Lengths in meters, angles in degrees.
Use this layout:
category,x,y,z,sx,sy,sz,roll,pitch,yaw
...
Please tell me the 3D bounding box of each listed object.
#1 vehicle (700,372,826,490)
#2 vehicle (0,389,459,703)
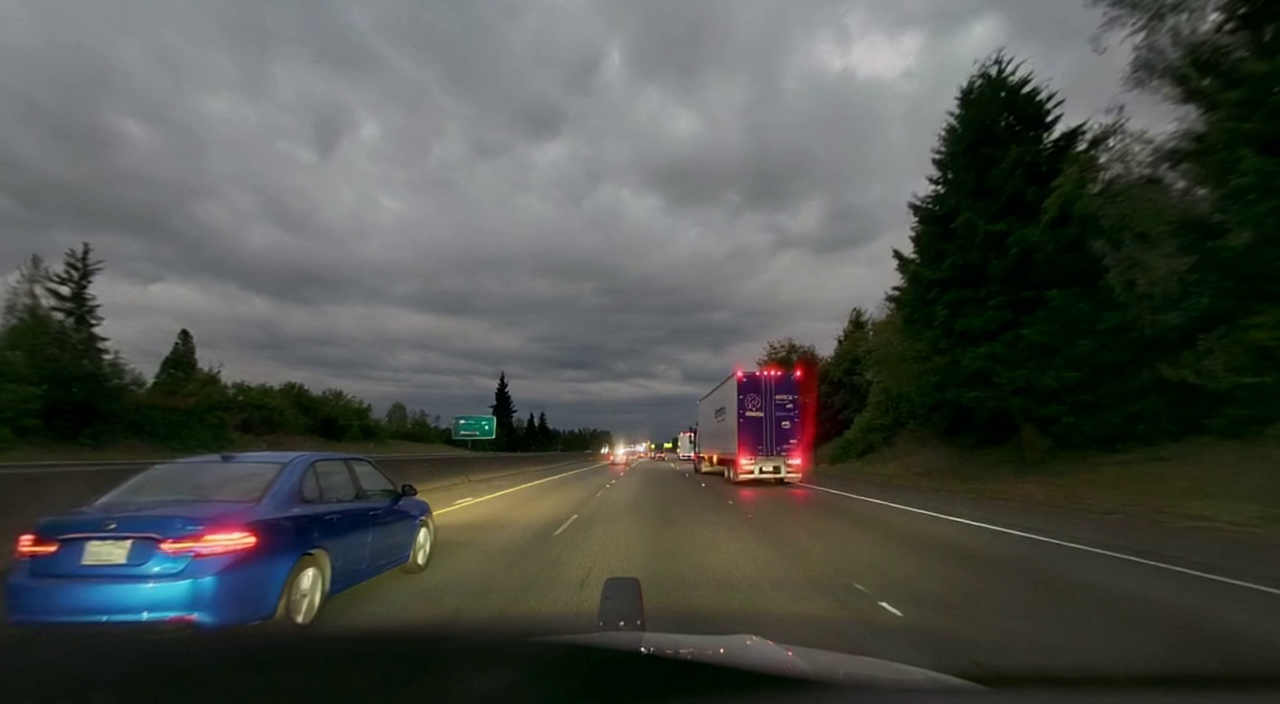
category,x,y,z,sx,sy,sz,roll,pitch,yaw
vehicle,4.758,3.693,27.973,2.858,3.952,13.731,0,-9,0
vehicle,-3.101,1.300,5.017,1.960,1.579,4.384,0,-9,1
